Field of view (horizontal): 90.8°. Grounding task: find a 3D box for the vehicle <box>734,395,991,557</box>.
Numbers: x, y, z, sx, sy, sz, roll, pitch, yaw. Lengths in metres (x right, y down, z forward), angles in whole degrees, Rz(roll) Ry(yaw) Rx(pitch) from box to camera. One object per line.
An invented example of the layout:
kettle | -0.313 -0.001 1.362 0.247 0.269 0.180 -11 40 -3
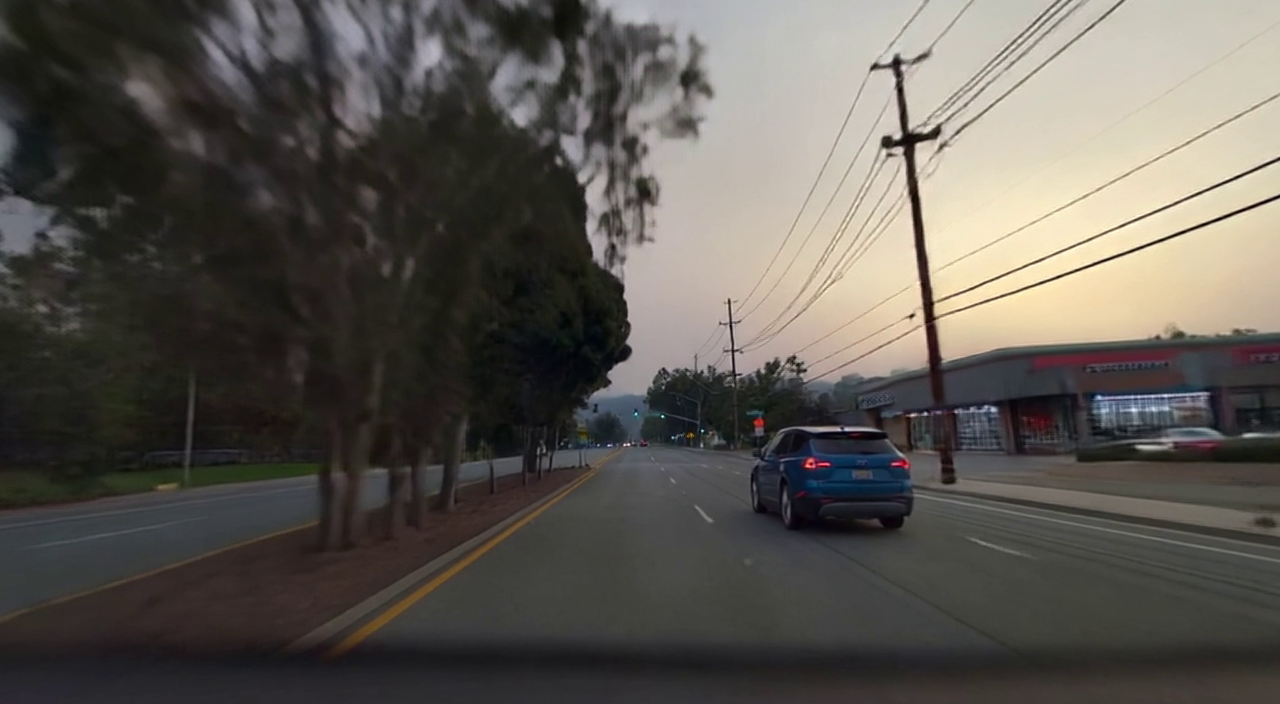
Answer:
vehicle | 2.884 1.757 9.599 2.060 1.820 4.713 0 -8 -1
